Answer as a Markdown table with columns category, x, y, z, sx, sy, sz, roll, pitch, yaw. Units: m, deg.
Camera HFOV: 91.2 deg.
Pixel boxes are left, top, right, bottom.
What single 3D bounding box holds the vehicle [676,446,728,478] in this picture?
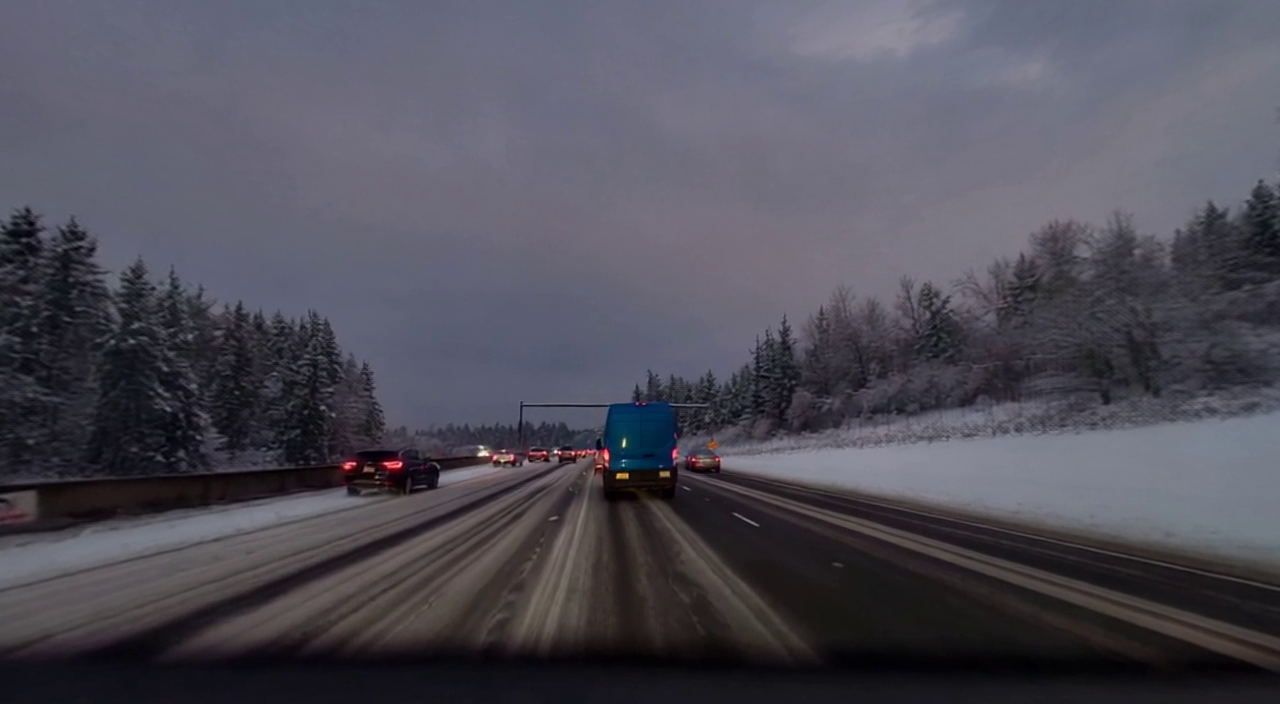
| category | x | y | z | sx | sy | sz | roll | pitch | yaw |
| --- | --- | --- | --- | --- | --- | --- | --- | --- | --- |
| vehicle | 3.055 | 5.548 | 31.997 | 2.015 | 1.491 | 4.732 | 0 | -9 | -2 |

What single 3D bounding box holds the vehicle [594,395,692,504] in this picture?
| category | x | y | z | sx | sy | sz | roll | pitch | yaw |
| --- | --- | --- | --- | --- | --- | --- | --- | --- | --- |
| vehicle | -0.109 | 2.680 | 17.370 | 2.268 | 2.551 | 5.144 | 0 | -9 | -4 |

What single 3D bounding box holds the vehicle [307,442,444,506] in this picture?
| category | x | y | z | sx | sy | sz | roll | pitch | yaw |
| --- | --- | --- | --- | --- | --- | --- | --- | --- | --- |
| vehicle | -7.115 | 3.301 | 17.427 | 2.003 | 1.498 | 4.386 | 0 | -9 | -2 |

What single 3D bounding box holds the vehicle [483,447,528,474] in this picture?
| category | x | y | z | sx | sy | sz | roll | pitch | yaw |
| --- | --- | --- | --- | --- | --- | --- | --- | --- | --- |
| vehicle | -8.070 | 6.552 | 37.940 | 2.026 | 1.506 | 4.102 | 0 | -9 | -4 |

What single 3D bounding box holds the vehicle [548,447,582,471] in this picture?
| category | x | y | z | sx | sy | sz | roll | pitch | yaw |
| --- | --- | --- | --- | --- | --- | --- | --- | --- | --- |
| vehicle | -4.980 | 7.148 | 42.083 | 2.002 | 1.536 | 4.021 | 0 | -9 | -4 |
